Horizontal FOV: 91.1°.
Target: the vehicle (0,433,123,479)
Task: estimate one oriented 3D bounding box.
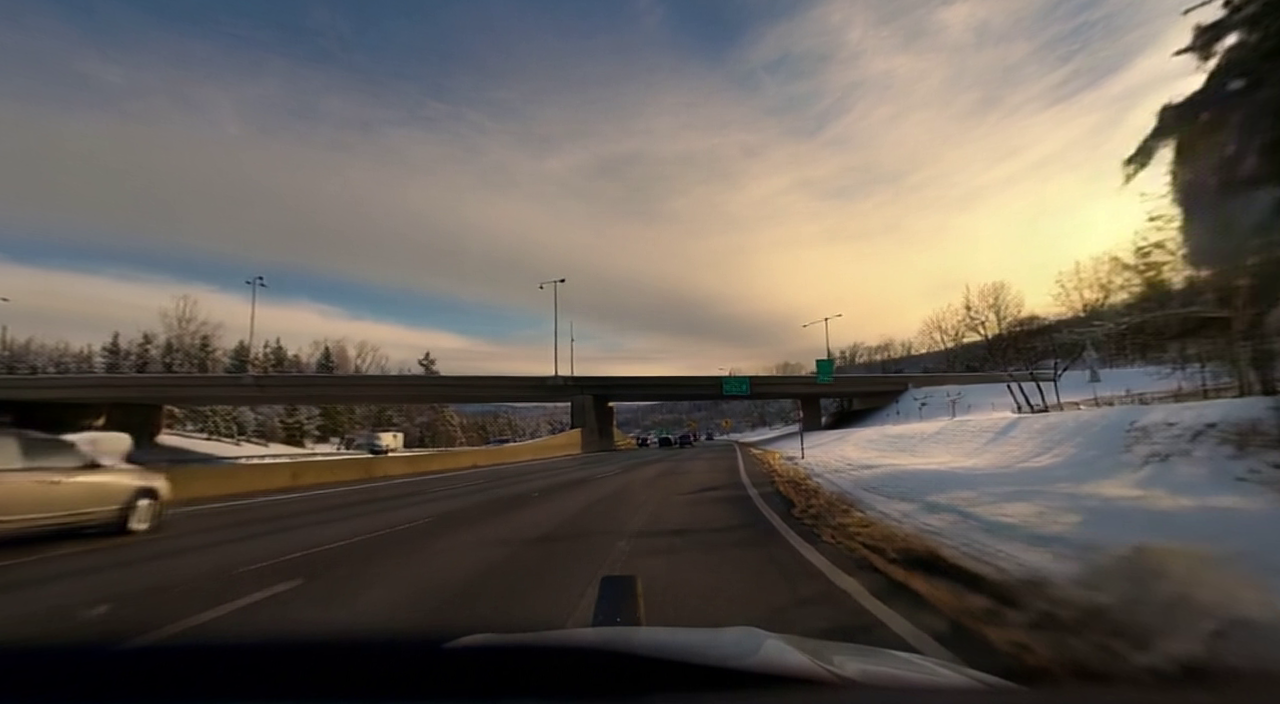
[{"bbox_3d":[-26.389,4.567,28.063,2.069,1.855,4.805,-1,-8,8],"label":"vehicle"}]
